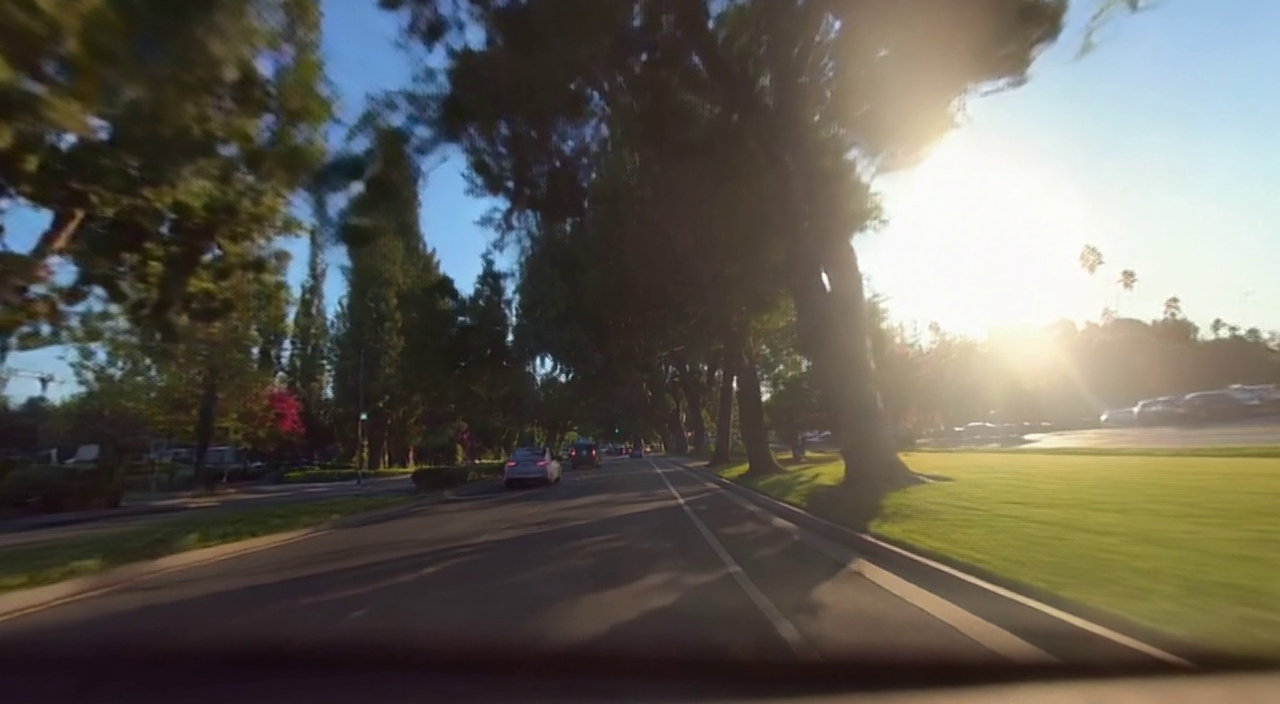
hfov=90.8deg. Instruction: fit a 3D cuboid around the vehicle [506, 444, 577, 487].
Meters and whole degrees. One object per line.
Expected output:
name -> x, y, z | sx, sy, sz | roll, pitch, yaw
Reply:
vehicle -> -3.583, 4.197, 23.734 | 1.932, 1.431, 4.144 | 0, -8, 1
